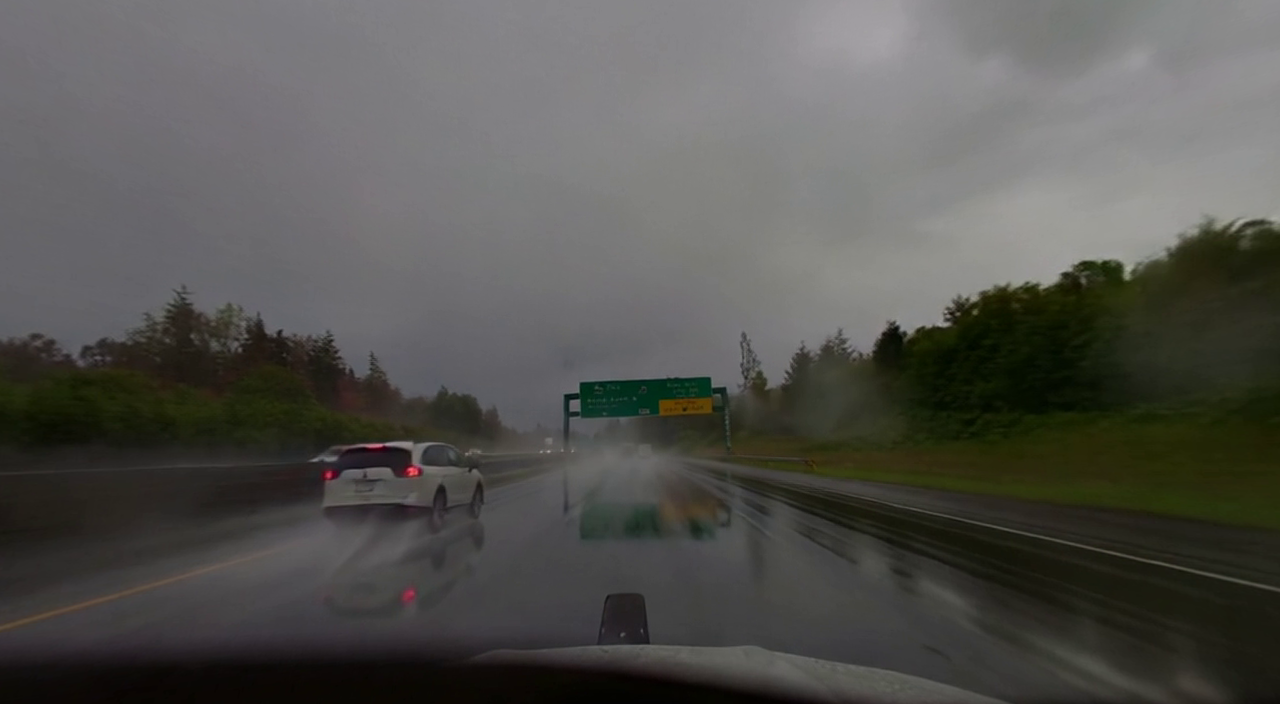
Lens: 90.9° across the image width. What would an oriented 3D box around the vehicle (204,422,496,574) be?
[{"bbox_3d":[-3.587,1.900,8.969,2.028,1.584,4.481,0,-9,0],"label":"vehicle"}]
